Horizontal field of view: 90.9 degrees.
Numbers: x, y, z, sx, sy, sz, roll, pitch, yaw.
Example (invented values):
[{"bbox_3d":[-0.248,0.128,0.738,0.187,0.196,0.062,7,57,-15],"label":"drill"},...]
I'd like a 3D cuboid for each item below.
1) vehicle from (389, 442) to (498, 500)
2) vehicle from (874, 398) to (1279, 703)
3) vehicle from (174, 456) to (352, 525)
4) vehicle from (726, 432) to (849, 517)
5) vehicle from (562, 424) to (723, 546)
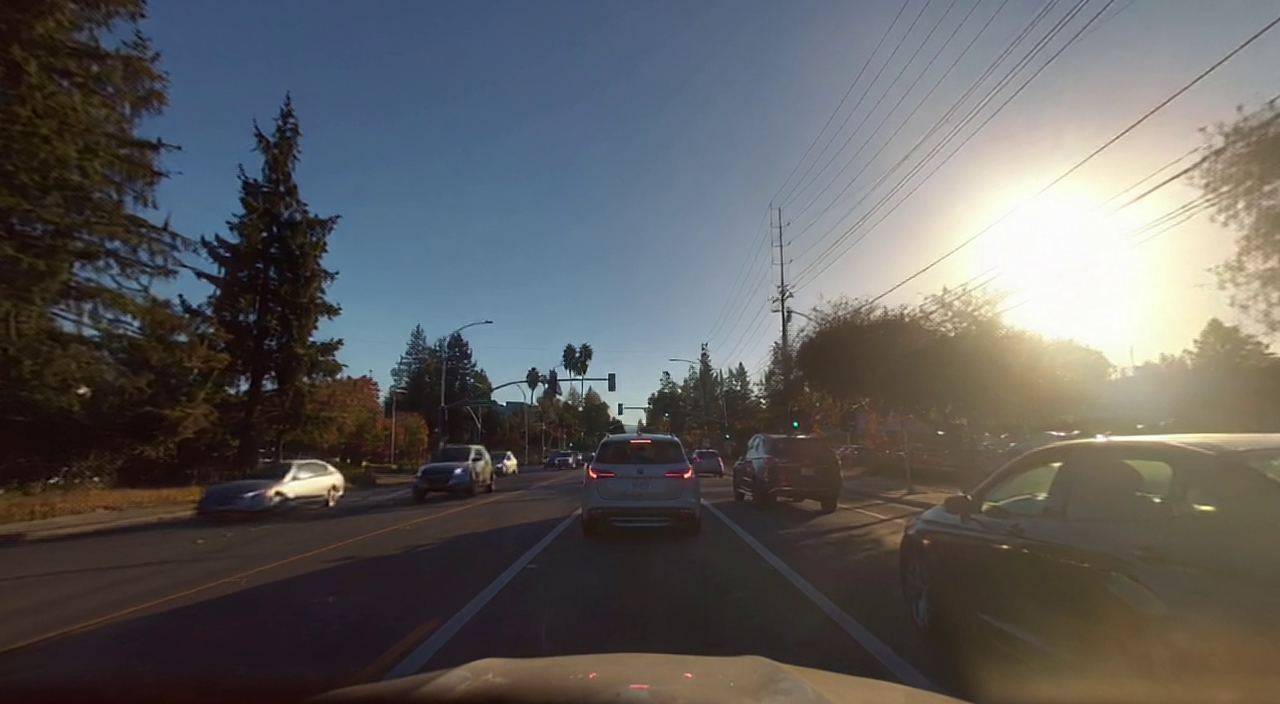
[{"bbox_3d":[-6.430,3.917,21.255,2.218,1.722,4.397,0,-8,0],"label":"vehicle"},{"bbox_3d":[2.856,1.037,2.878,1.950,1.487,4.275,0,-8,1],"label":"vehicle"},{"bbox_3d":[-9.409,3.448,16.252,1.854,1.459,4.288,0,-8,1],"label":"vehicle"},{"bbox_3d":[3.272,2.785,14.872,1.914,1.698,4.049,0,-8,0],"label":"vehicle"},{"bbox_3d":[0.047,2.139,10.784,2.200,1.653,4.127,0,-8,1],"label":"vehicle"}]
